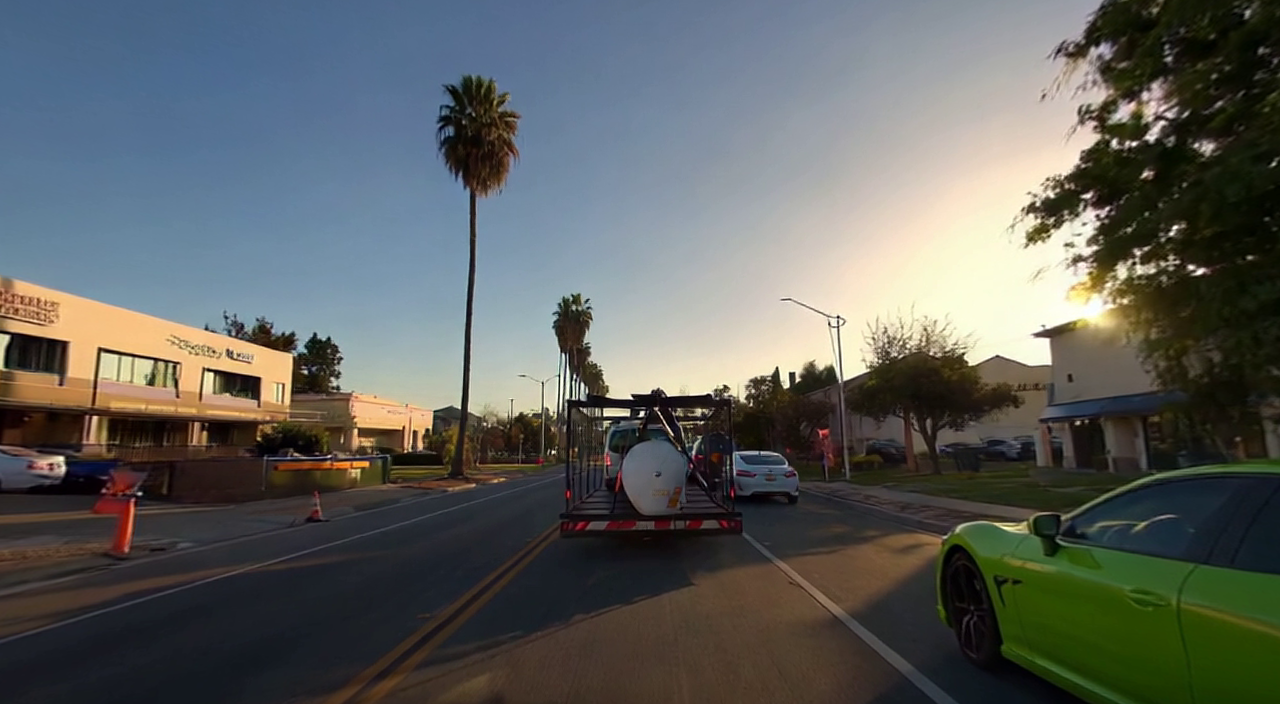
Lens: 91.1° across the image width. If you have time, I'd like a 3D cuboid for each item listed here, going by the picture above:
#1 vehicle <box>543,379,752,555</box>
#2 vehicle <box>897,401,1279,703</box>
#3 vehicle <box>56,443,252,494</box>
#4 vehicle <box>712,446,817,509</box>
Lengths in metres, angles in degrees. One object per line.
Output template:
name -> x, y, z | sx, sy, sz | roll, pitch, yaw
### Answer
vehicle -> 0.127, 1.993, 11.592 | 2.728, 2.305, 6.506 | 0, -8, 1
vehicle -> 3.072, 0.964, 2.253 | 2.171, 1.520, 4.853 | 0, -8, -1
vehicle -> -15.086, 3.612, 19.690 | 4.490, 1.500, 1.875 | 0, -9, -2
vehicle -> 3.239, 3.336, 17.208 | 2.010, 1.499, 4.107 | 0, -8, 0
